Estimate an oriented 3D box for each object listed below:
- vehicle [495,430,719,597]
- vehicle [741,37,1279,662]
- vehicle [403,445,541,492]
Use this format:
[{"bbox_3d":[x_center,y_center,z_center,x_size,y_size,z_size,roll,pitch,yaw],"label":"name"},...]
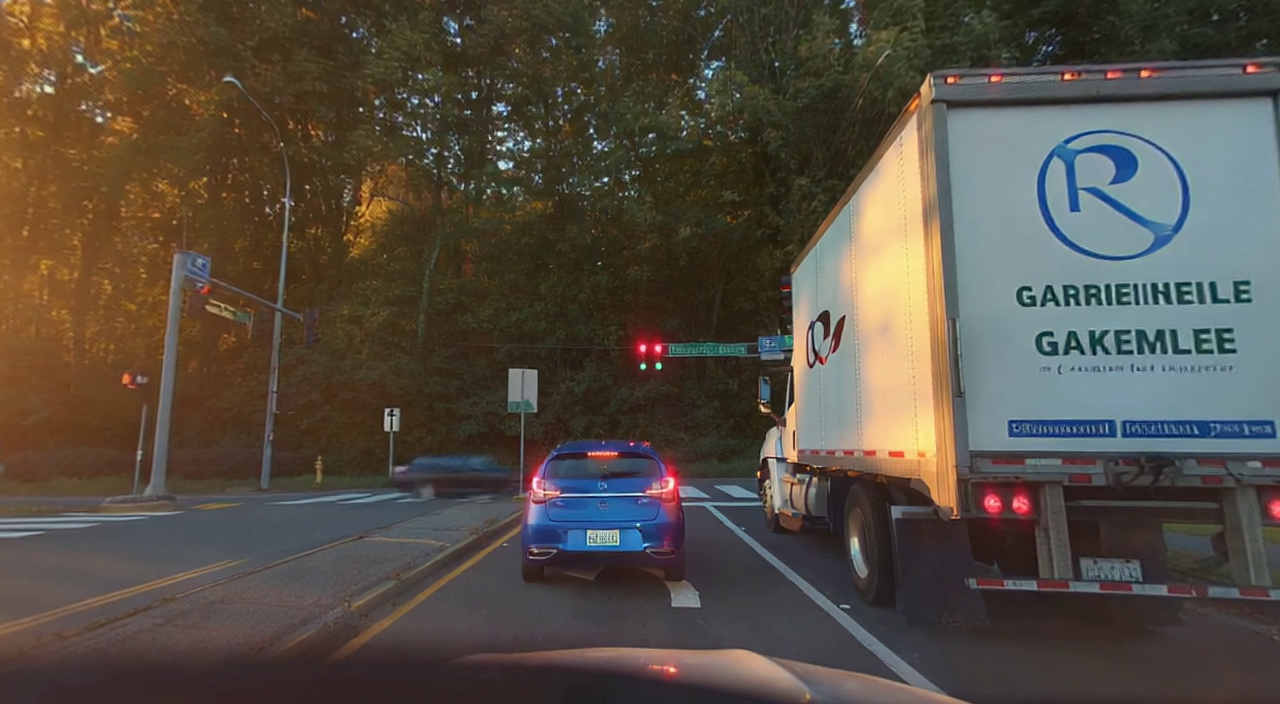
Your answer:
[{"bbox_3d":[-0.329,1.709,7.424,1.975,1.457,3.526,0,-9,-1],"label":"vehicle"},{"bbox_3d":[3.515,0.595,8.575,2.884,3.753,9.763,0,-9,2],"label":"vehicle"},{"bbox_3d":[-6.242,4.376,23.989,4.839,1.659,1.877,1,-9,-8],"label":"vehicle"}]
